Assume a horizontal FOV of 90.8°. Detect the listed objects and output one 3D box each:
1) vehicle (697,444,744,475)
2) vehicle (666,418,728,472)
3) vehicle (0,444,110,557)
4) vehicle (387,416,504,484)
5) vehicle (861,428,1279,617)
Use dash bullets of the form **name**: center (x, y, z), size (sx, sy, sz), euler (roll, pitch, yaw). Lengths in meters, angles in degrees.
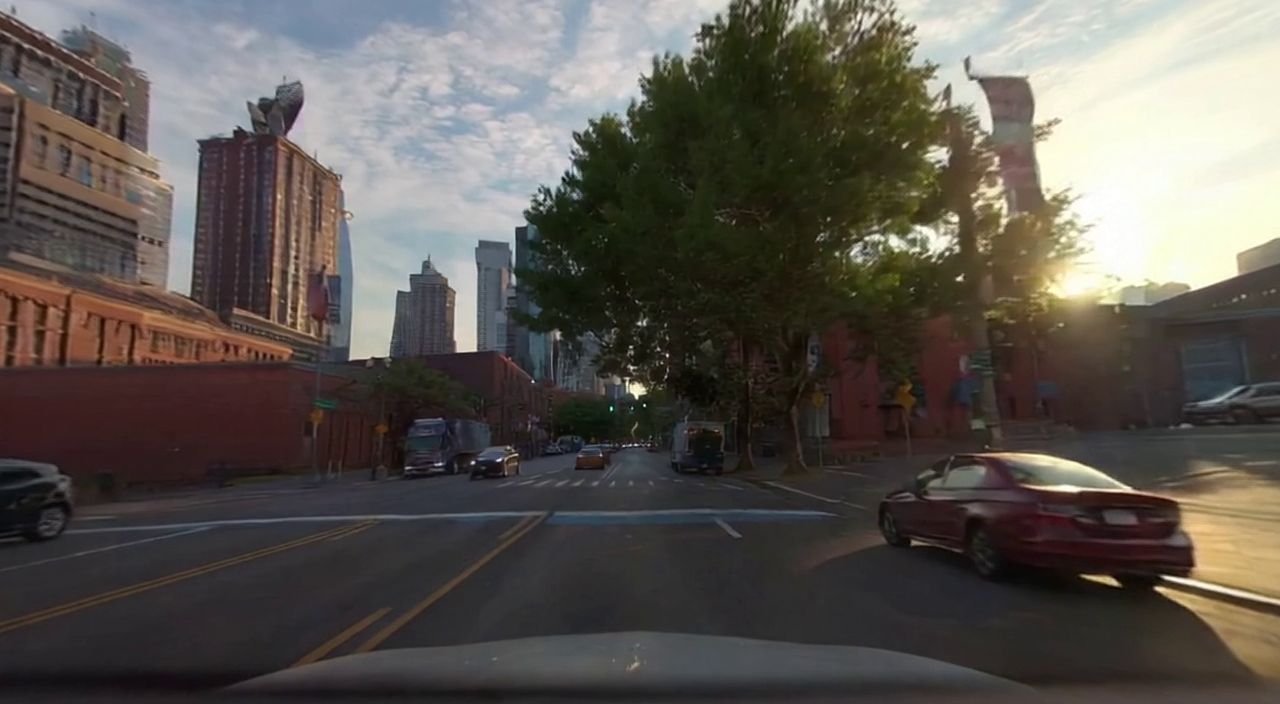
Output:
- **vehicle**: center (4.187, 5.649, 33.423), size (1.891, 1.535, 4.068), euler (0, -9, 0)
- **vehicle**: center (3.608, 6.198, 41.905), size (2.952, 3.171, 7.939), euler (0, -9, -3)
- **vehicle**: center (-11.224, 2.390, 9.904), size (2.039, 1.770, 4.445), euler (-3, -9, -2)
- **vehicle**: center (-11.487, 5.957, 39.040), size (3.049, 3.345, 12.614), euler (-4, -8, 1)
- **vehicle**: center (4.482, 1.703, 7.353), size (2.079, 1.501, 4.385), euler (0, -9, -2)
